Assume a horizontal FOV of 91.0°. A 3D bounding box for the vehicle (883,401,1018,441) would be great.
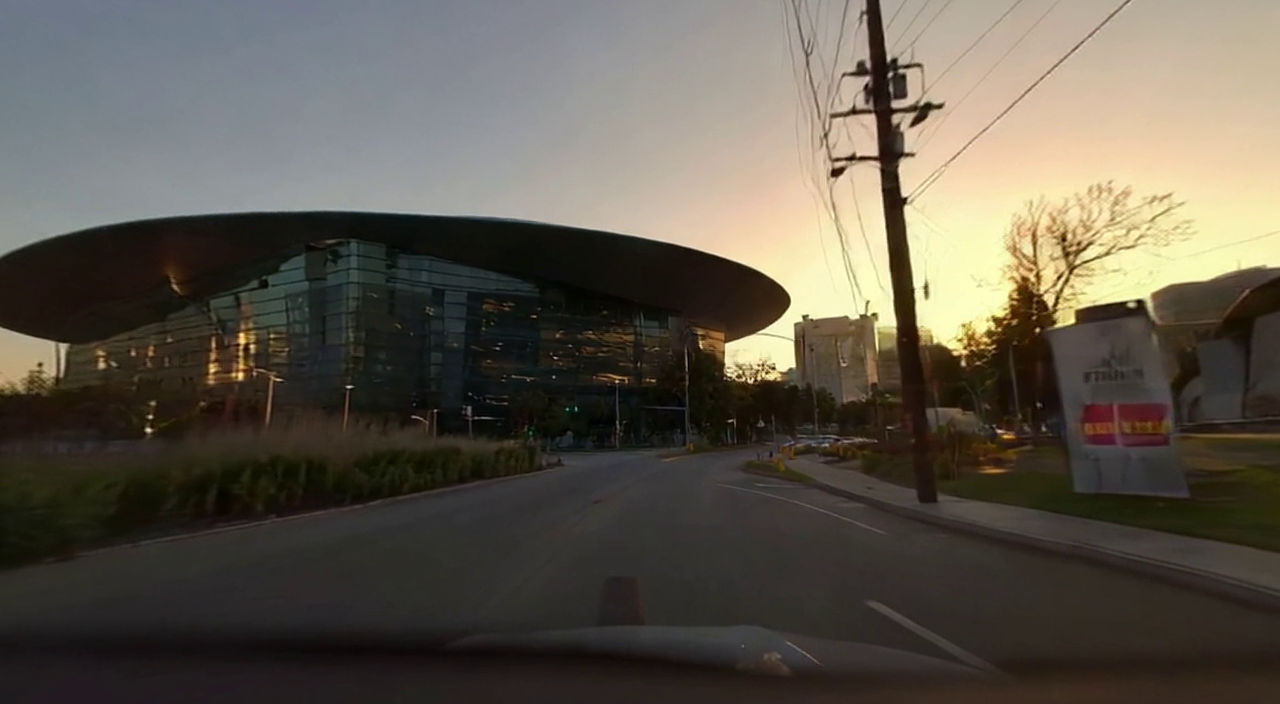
[{"bbox_3d":[15.787,3.596,32.384,5.745,1.902,2.244,-1,-9,11],"label":"vehicle"}]
